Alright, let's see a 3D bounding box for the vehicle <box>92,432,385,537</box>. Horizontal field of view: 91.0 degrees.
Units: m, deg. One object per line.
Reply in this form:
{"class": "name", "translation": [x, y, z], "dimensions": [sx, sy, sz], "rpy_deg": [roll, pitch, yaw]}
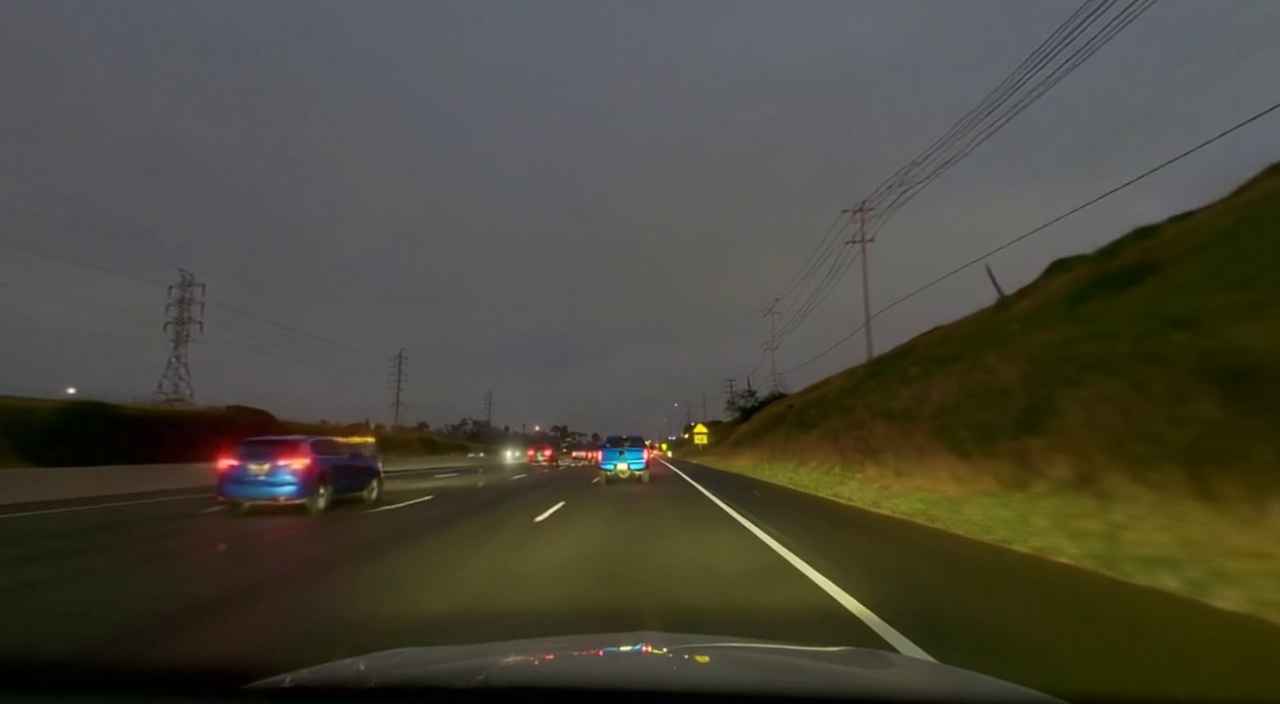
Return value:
{"class": "vehicle", "translation": [-7.147, 2.401, 12.175], "dimensions": [2.189, 1.553, 5.202], "rpy_deg": [0, -9, 1]}

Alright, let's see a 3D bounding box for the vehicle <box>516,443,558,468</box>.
{"class": "vehicle", "translation": [-7.105, 7.149, 43.693], "dimensions": [2.055, 1.618, 4.457], "rpy_deg": [0, -9, 1]}

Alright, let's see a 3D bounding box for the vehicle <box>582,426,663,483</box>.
{"class": "vehicle", "translation": [-0.651, 4.232, 26.225], "dimensions": [2.972, 2.087, 6.126], "rpy_deg": [0, -9, 0]}
